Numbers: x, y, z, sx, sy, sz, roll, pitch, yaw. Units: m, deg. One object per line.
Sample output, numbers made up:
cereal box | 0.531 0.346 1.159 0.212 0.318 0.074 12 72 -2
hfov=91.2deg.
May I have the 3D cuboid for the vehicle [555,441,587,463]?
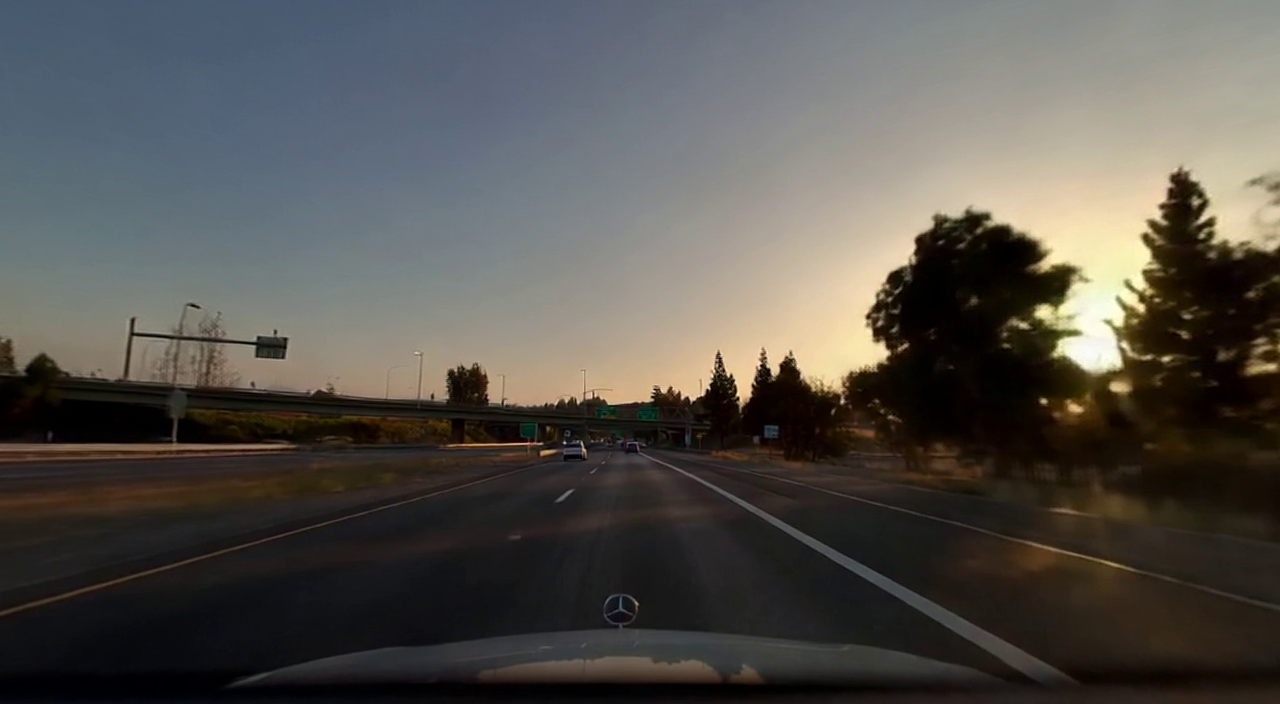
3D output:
vehicle | -5.066 7.432 46.638 2.008 1.521 4.129 0 -9 -1
